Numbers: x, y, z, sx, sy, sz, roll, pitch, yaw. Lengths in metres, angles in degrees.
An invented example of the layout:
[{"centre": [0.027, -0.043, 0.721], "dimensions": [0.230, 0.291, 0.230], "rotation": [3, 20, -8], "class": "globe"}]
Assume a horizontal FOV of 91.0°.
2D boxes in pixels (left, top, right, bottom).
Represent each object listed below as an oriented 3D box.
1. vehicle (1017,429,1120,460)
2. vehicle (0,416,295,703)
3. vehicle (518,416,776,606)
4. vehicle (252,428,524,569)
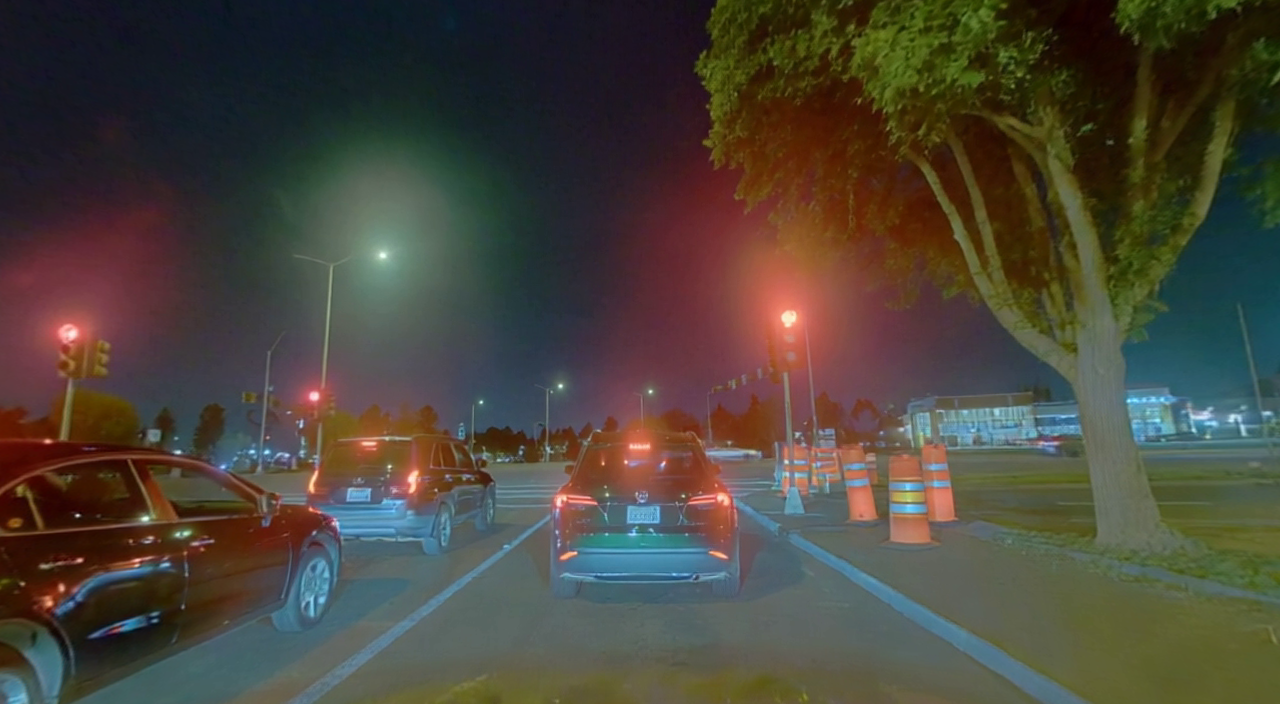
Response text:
[{"centre": [27.669, 6.016, 40.806], "dimensions": [5.082, 1.907, 2.115], "rotation": [0, -9, 1], "class": "vehicle"}, {"centre": [-3.591, 0.948, 2.151], "dimensions": [2.064, 1.497, 4.722], "rotation": [0, -9, 1], "class": "vehicle"}, {"centre": [0.103, 1.619, 7.211], "dimensions": [2.167, 1.560, 3.676], "rotation": [0, -9, 1], "class": "vehicle"}, {"centre": [-3.278, 1.994, 9.450], "dimensions": [1.989, 1.541, 4.626], "rotation": [0, -9, 2], "class": "vehicle"}]
